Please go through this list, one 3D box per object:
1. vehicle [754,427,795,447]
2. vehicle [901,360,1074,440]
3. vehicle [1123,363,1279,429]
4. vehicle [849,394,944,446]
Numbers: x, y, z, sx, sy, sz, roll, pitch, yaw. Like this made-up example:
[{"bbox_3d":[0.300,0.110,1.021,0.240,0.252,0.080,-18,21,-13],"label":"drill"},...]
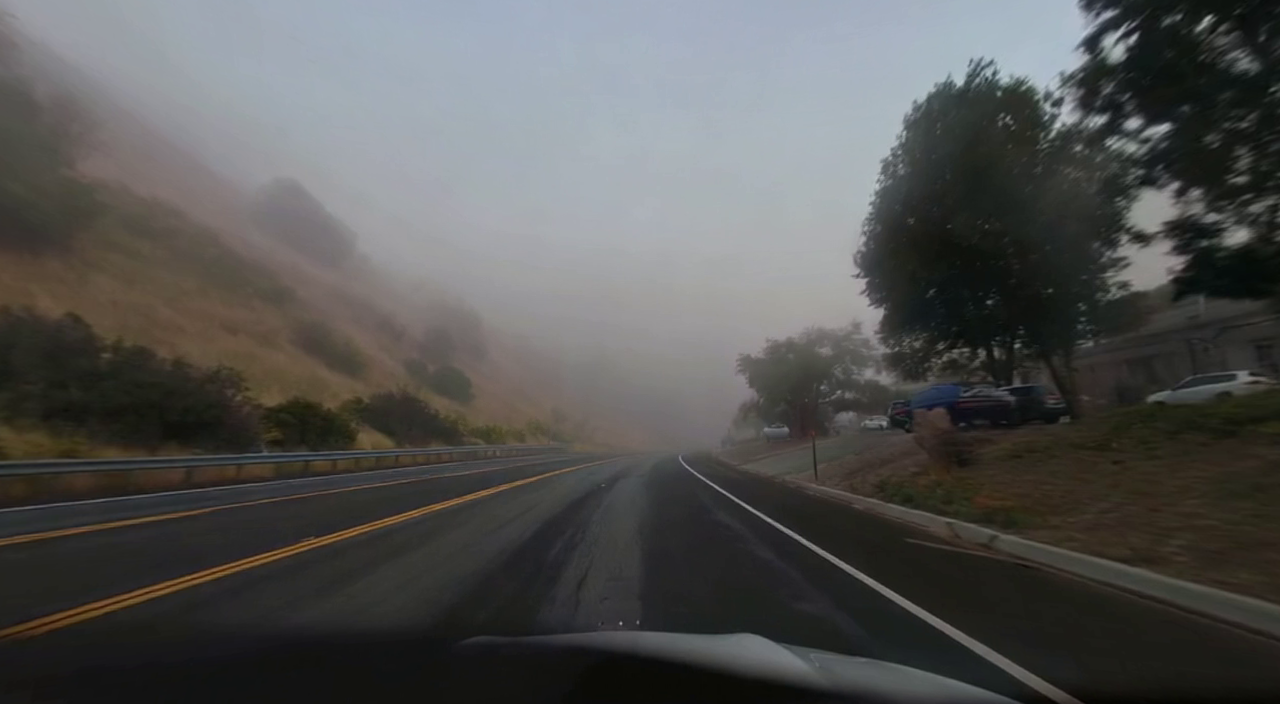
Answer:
[{"bbox_3d":[10.521,6.715,49.799,2.103,1.447,4.727,0,-9,0],"label":"vehicle"},{"bbox_3d":[9.614,1.511,18.062,2.108,1.946,4.669,0,-9,-2],"label":"vehicle"},{"bbox_3d":[18.958,1.589,20.781,2.088,1.731,5.442,-1,-9,4],"label":"vehicle"},{"bbox_3d":[9.757,2.713,24.428,1.929,1.593,4.030,-5,-10,1],"label":"vehicle"}]
